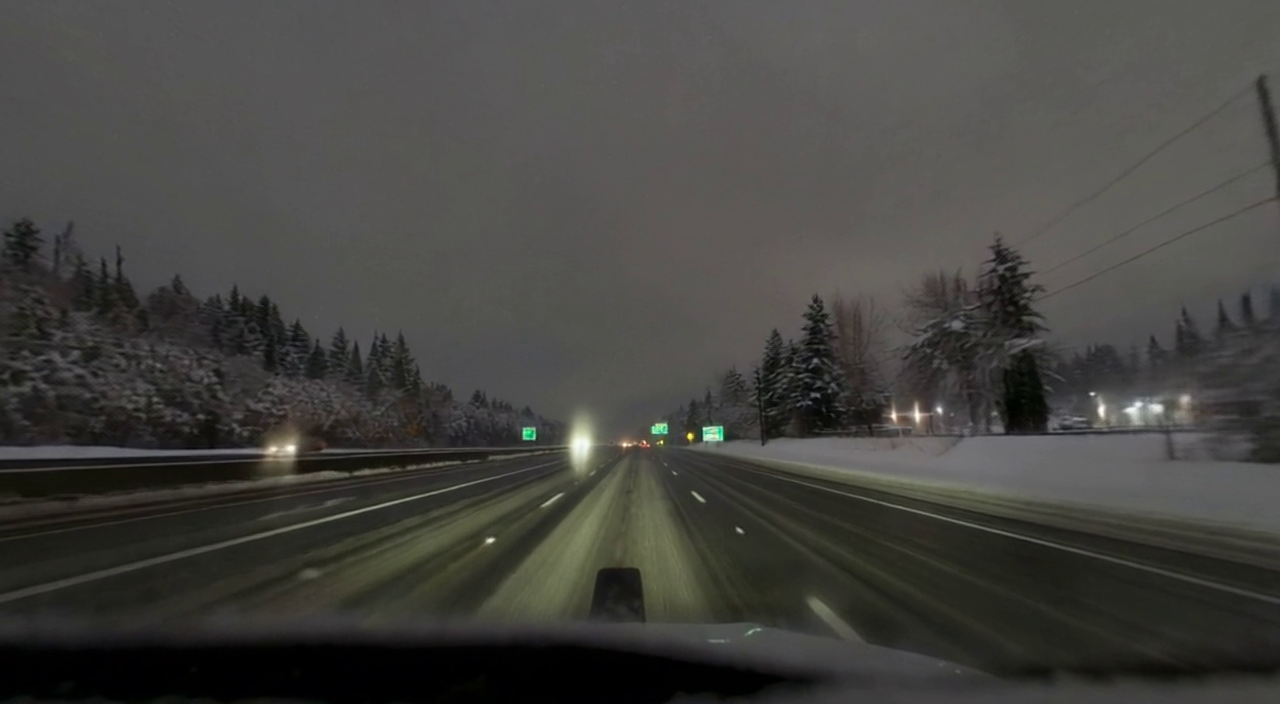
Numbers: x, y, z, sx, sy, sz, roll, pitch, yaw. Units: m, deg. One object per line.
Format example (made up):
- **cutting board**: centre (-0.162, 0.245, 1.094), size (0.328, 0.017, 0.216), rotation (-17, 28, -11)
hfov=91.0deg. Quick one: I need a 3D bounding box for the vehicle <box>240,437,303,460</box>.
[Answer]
- **vehicle**: centre (-28.818, 7.586, 49.418), size (2.043, 1.691, 4.620), rotation (0, -9, 2)
